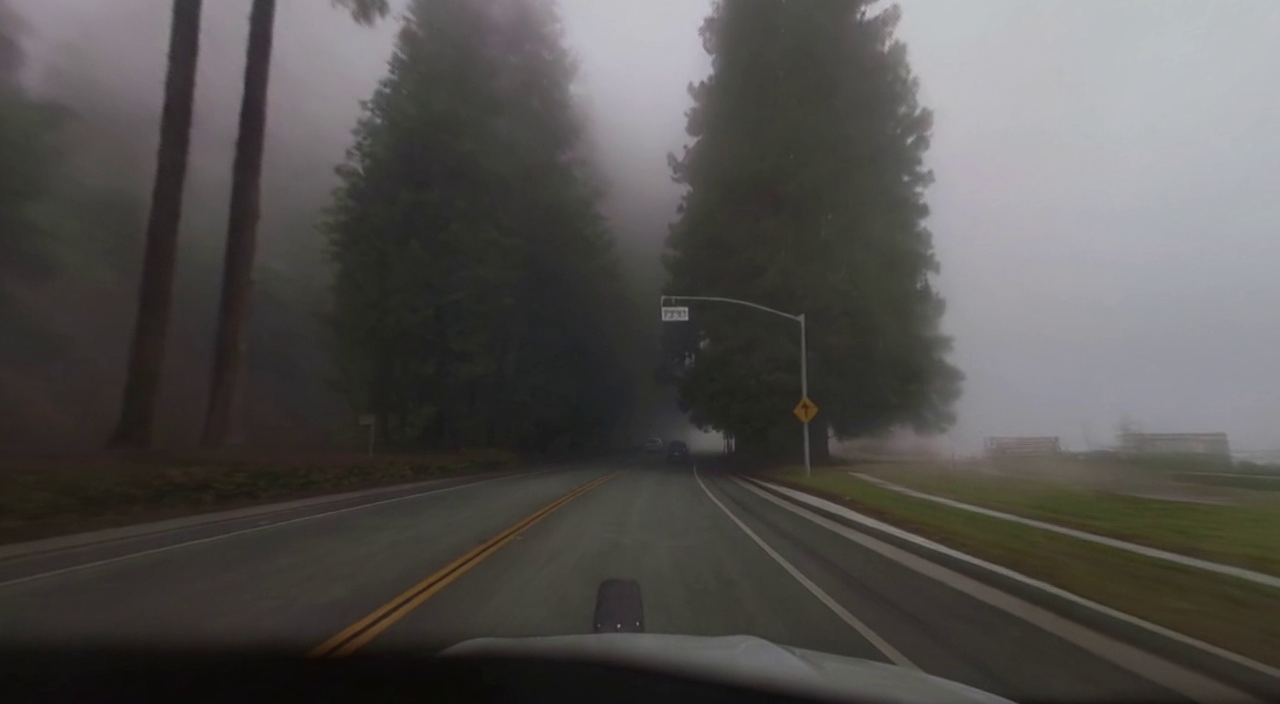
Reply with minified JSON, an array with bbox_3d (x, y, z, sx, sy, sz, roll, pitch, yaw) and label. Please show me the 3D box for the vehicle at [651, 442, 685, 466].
[{"bbox_3d":[1.965,6.920,43.058,2.071,1.474,4.047,-1,-8,6],"label":"vehicle"}]
